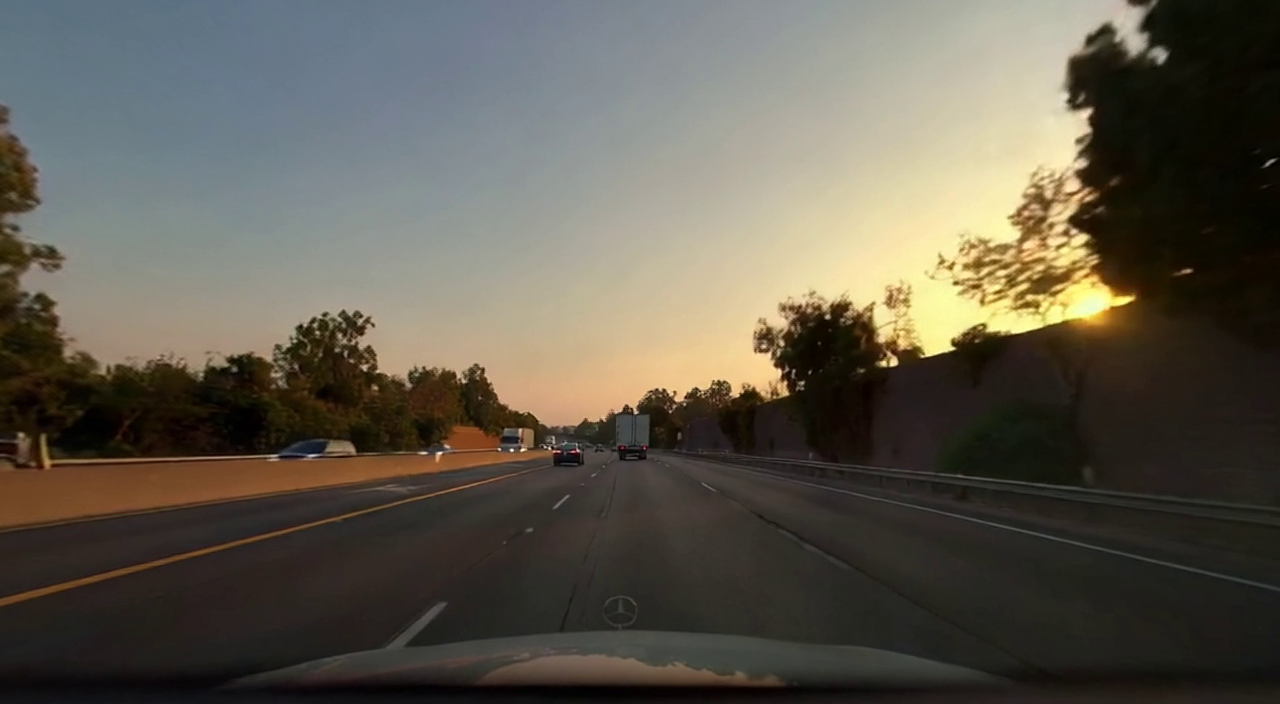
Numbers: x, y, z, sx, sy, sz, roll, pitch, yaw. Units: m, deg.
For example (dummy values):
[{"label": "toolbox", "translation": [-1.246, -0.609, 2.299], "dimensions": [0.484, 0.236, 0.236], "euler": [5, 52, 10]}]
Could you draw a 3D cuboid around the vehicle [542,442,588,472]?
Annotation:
[{"label": "vehicle", "translation": [-4.149, 5.880, 35.240], "dimensions": [2.057, 1.519, 4.372], "euler": [0, -9, 0]}]

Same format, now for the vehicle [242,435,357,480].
[{"label": "vehicle", "translation": [-12.828, 4.003, 23.970], "dimensions": [1.966, 1.518, 4.276], "euler": [0, -9, 0]}]
